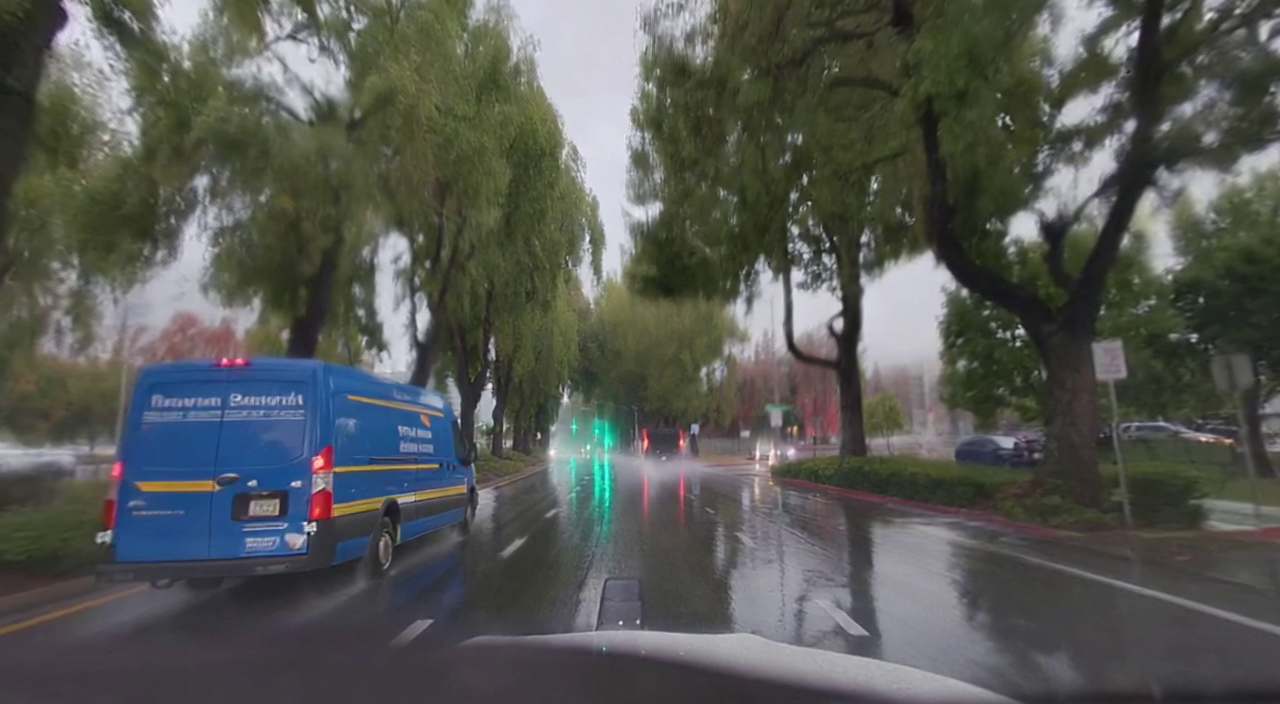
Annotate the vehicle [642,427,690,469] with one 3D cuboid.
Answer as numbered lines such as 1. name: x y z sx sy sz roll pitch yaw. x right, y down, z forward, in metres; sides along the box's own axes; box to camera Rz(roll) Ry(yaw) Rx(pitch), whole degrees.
1. vehicle: 1.599 6.287 41.324 2.397 2.566 5.324 1 -9 -5

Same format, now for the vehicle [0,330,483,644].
1. vehicle: -3.482 1.278 6.820 2.420 2.227 4.499 0 -9 -1

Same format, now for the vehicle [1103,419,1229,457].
1. vehicle: 28.520 4.728 34.511 2.097 1.881 5.012 1 -9 -8

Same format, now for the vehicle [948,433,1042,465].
1. vehicle: 18.295 5.014 32.800 1.926 1.517 4.505 1 -9 -5

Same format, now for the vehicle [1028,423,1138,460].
1. vehicle: 23.341 4.783 33.561 1.966 1.798 4.753 1 -9 -7
